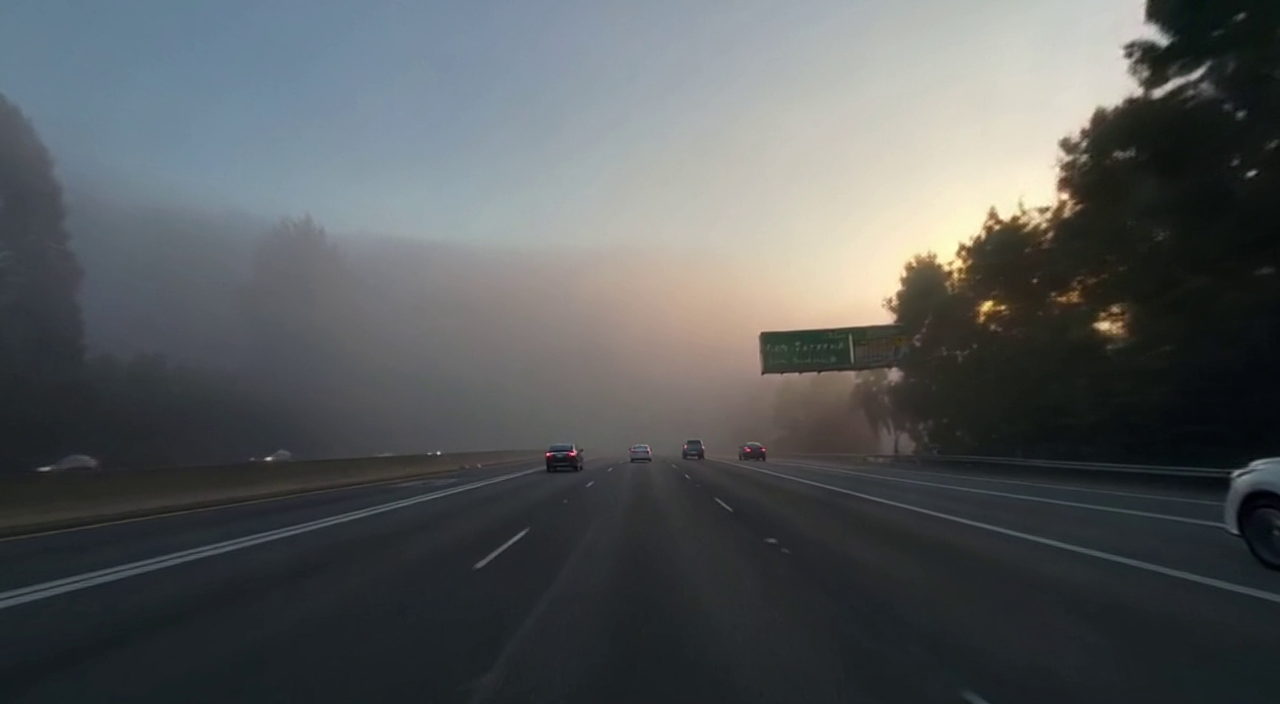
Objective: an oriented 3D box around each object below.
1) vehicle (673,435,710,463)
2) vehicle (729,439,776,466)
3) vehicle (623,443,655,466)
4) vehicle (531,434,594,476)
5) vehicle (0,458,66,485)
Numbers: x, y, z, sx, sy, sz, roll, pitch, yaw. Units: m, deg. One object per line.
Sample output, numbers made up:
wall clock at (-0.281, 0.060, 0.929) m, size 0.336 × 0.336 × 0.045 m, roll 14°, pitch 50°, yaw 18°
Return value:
vehicle at (3.849, 7.433, 48.295) m, size 2.348 × 1.991 × 5.460 m, roll 0°, pitch -8°, yaw 0°
vehicle at (7.380, 6.622, 41.860) m, size 2.196 × 1.659 × 4.451 m, roll 0°, pitch -8°, yaw -1°
vehicle at (-0.045, 6.790, 41.966) m, size 2.050 × 1.452 × 3.917 m, roll 0°, pitch -8°, yaw 1°
vehicle at (-3.435, 4.669, 28.832) m, size 2.118 × 1.750 × 4.875 m, roll -1°, pitch -8°, yaw 2°
vehicle at (-36.980, 7.045, 37.327) m, size 1.826 × 1.459 × 4.329 m, roll 0°, pitch -8°, yaw 1°
